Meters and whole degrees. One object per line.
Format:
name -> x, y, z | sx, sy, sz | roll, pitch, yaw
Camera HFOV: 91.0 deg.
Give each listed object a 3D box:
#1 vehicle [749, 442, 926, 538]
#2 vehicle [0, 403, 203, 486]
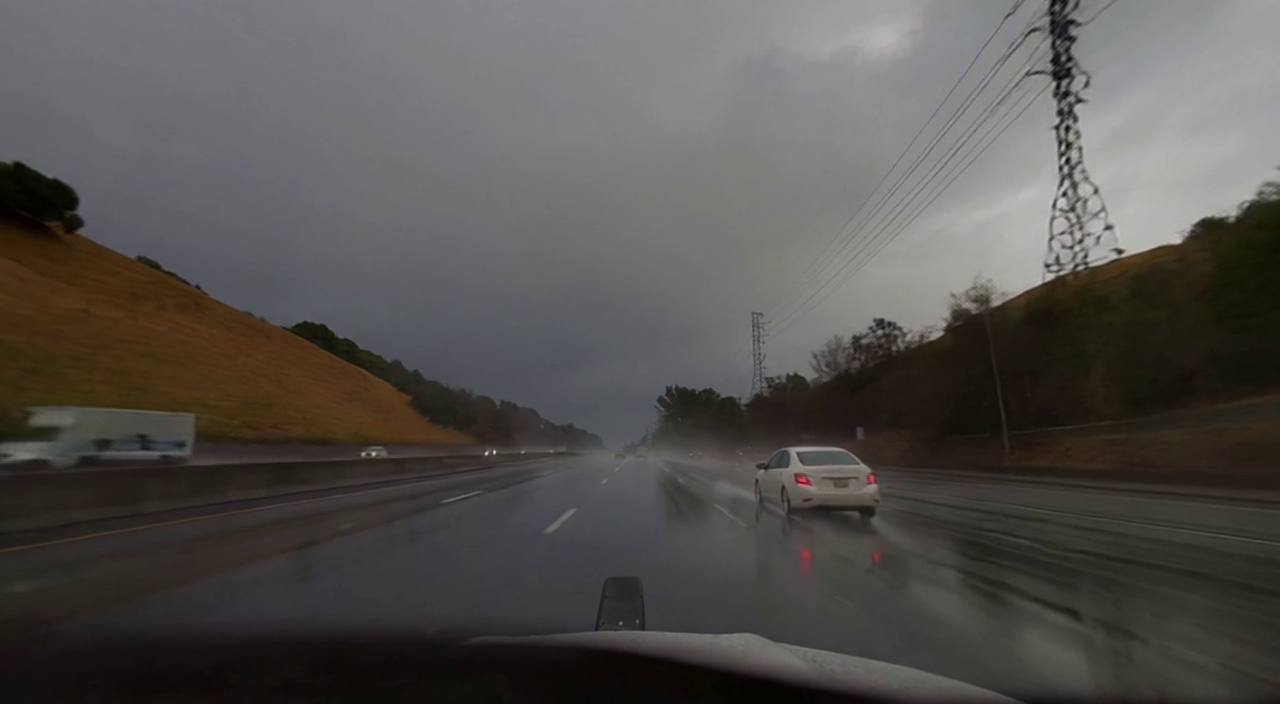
vehicle -> 3.618, 2.586, 12.532 | 2.086, 1.542, 4.355 | 0, -8, 0
vehicle -> -25.448, 4.339, 29.613 | 2.932, 3.269, 9.533 | 0, -8, 0
